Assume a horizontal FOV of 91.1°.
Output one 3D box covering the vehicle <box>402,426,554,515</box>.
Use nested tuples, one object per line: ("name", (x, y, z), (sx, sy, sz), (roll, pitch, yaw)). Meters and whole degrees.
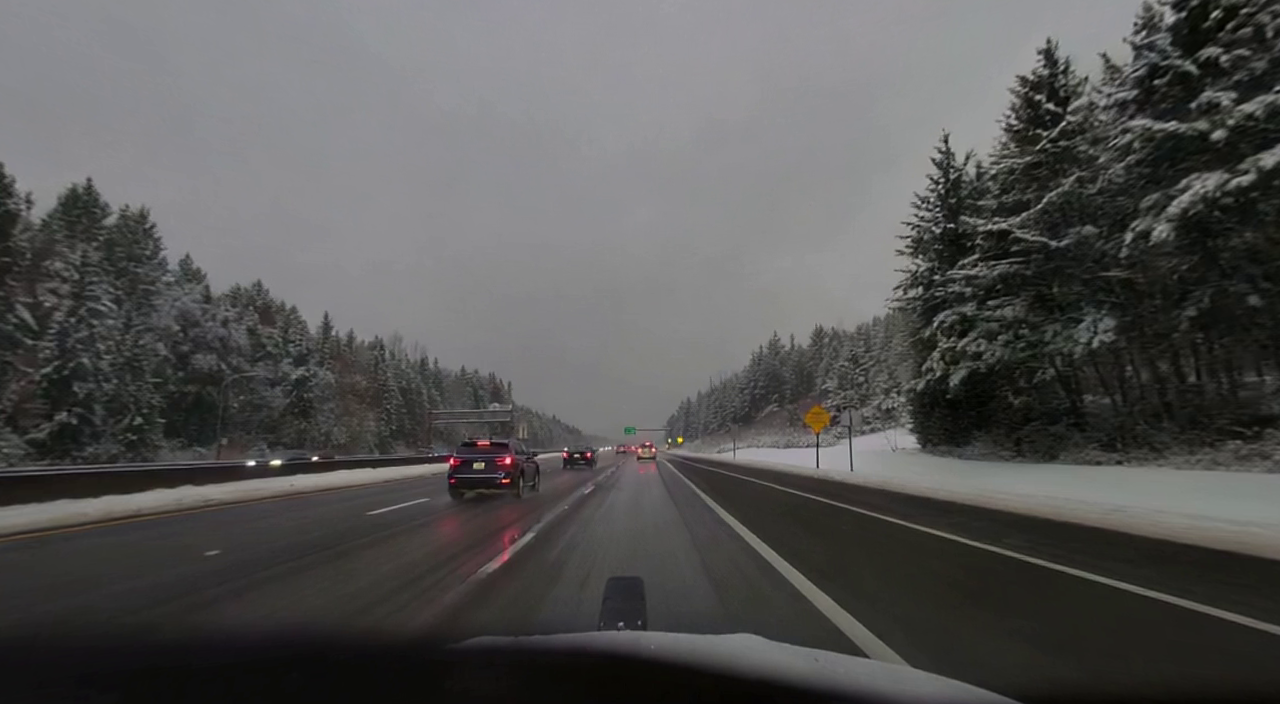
("vehicle", (-3.427, 2.622, 14.529), (2.040, 1.672, 5.122), (0, -8, 1))

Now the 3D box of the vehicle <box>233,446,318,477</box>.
("vehicle", (-20.102, 6.012, 34.852), (1.931, 1.574, 4.441), (0, -8, 1))

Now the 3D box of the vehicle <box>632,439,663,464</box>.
("vehicle", (0.538, 7.540, 47.629), (2.285, 1.797, 4.478), (0, -8, 0))

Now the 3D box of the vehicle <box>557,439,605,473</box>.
("vehicle", (-3.077, 5.532, 33.745), (2.056, 1.679, 4.204), (0, -8, 1))
